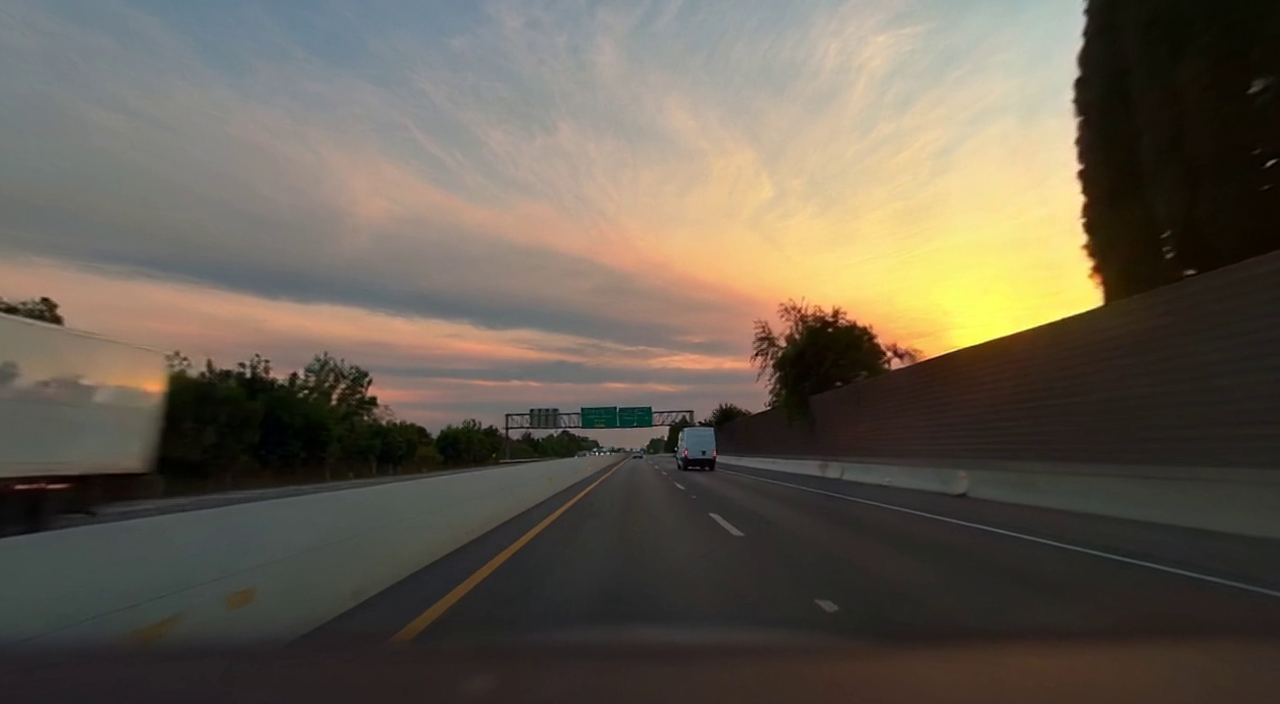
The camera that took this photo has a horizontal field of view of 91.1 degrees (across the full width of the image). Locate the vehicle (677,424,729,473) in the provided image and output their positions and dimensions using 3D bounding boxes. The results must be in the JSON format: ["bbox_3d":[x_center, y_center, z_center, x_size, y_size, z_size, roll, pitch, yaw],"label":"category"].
[{"bbox_3d":[3.888,6.127,40.043,2.449,2.805,6.763,0,-9,-1],"label":"vehicle"}]

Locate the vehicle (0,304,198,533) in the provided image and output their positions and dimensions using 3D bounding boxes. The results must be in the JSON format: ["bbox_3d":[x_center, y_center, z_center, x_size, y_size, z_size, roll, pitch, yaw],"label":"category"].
[{"bbox_3d":[-12.763,0.856,8.983,3.219,3.940,13.412,0,-9,0],"label":"vehicle"}]
